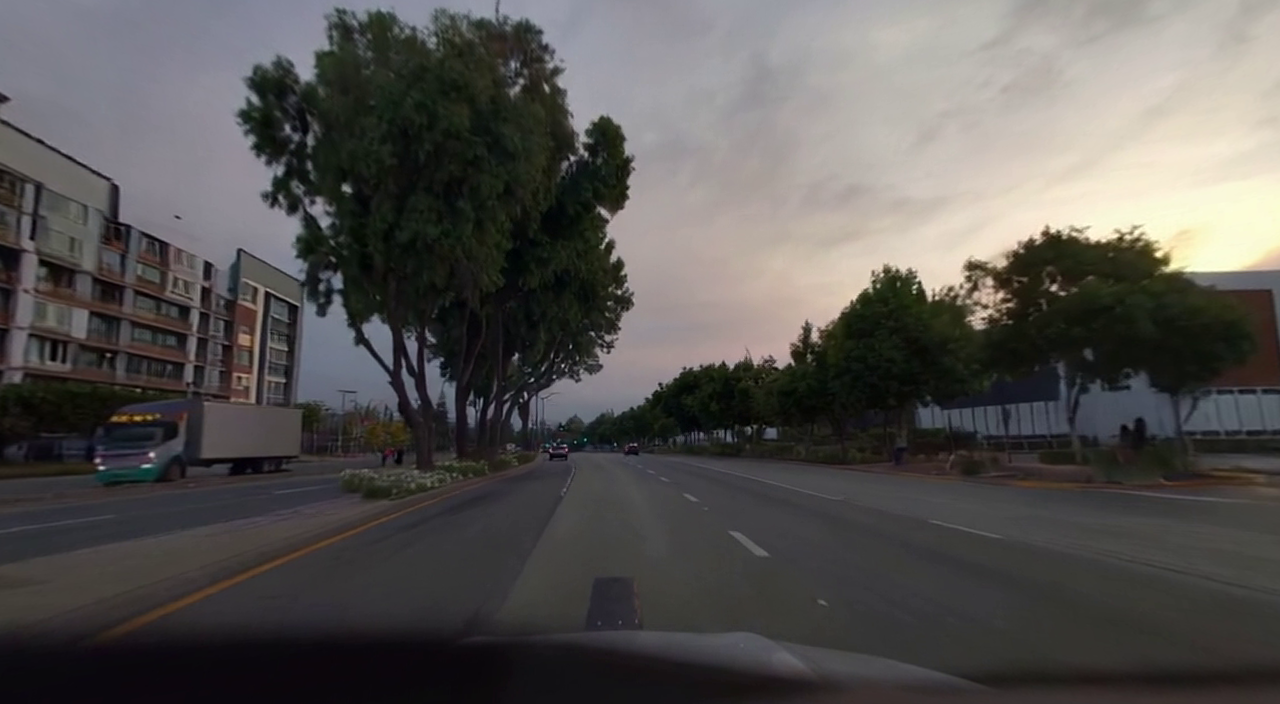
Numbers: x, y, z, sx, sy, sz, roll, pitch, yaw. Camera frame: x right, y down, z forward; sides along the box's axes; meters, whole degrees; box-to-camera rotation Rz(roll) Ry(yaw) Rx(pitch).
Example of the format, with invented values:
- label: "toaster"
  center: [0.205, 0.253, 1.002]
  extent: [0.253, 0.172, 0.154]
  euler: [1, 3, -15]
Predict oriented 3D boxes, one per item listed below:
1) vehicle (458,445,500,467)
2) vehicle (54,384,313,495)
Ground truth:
- label: "vehicle"
  center: [-11.467, 7.439, 45.233]
  extent: [2.133, 1.484, 4.749]
  euler: [1, -9, -5]
- label: "vehicle"
  center: [-18.773, 3.965, 28.126]
  extent: [3.331, 3.651, 14.423]
  euler: [1, -9, -11]
